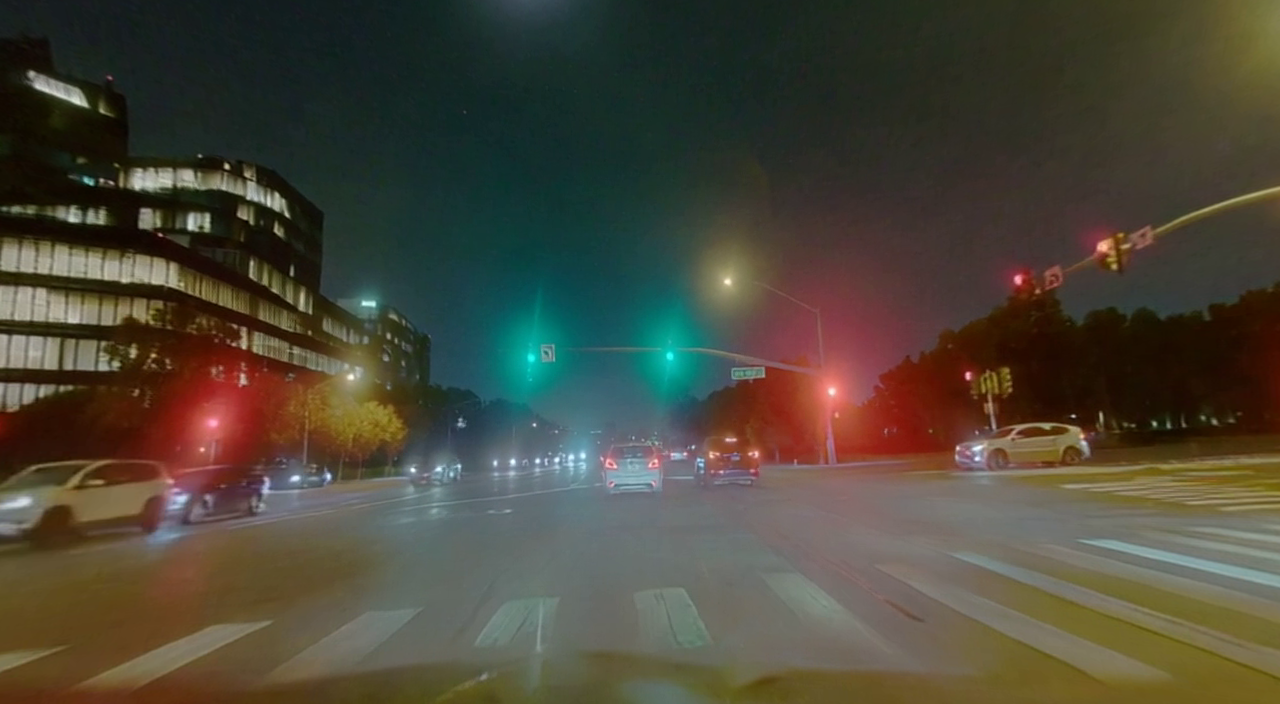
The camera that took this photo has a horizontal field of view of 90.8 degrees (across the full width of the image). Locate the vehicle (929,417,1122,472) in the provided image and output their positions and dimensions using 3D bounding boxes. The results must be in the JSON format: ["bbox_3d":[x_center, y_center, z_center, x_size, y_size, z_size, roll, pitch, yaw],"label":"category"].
[{"bbox_3d":[15.185,3.718,25.350,6.013,2.030,2.461,-2,-9,12],"label":"vehicle"}]

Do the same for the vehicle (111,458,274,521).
[{"bbox_3d":[-14.625,4.474,21.052,2.135,1.741,4.371,0,-8,1],"label":"vehicle"}]

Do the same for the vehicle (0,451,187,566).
[{"bbox_3d":[-11.291,2.783,11.823,2.078,1.795,4.636,0,-8,1],"label":"vehicle"}]

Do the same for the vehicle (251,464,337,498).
[{"bbox_3d":[-17.183,6.406,31.639,1.957,1.444,4.306,0,-8,-1],"label":"vehicle"}]

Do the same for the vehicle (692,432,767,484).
[{"bbox_3d":[3.291,4.006,24.244,2.107,1.773,4.557,0,-8,-1],"label":"vehicle"}]

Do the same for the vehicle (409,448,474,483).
[{"bbox_3d":[-11.035,6.304,35.456,2.102,1.758,4.532,0,-8,1],"label":"vehicle"}]

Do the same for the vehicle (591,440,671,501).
[{"bbox_3d":[-0.251,3.294,18.001,2.034,1.500,3.966,0,-8,-1],"label":"vehicle"}]
